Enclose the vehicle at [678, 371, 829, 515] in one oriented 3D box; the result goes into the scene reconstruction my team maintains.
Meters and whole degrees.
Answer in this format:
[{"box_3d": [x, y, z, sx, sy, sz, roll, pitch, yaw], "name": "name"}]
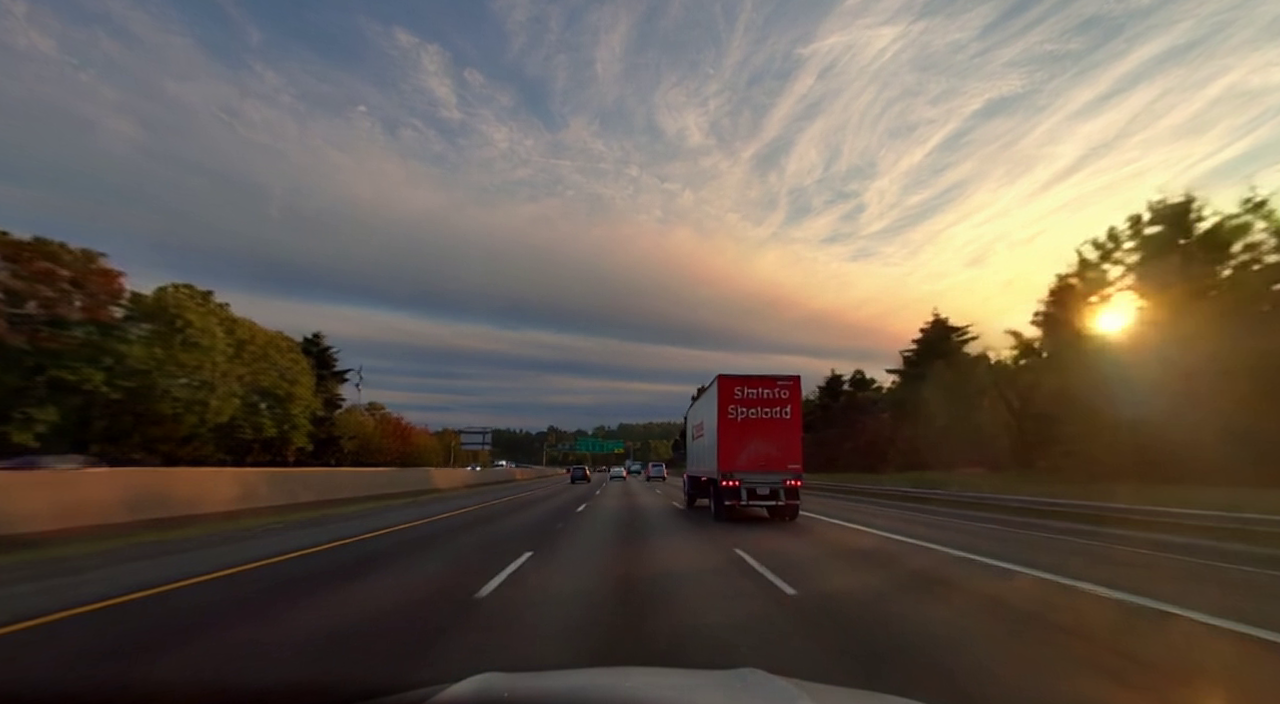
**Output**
[{"box_3d": [3.843, 4.002, 26.041, 2.992, 4.300, 13.967, 1, -11, -3], "name": "vehicle"}]
